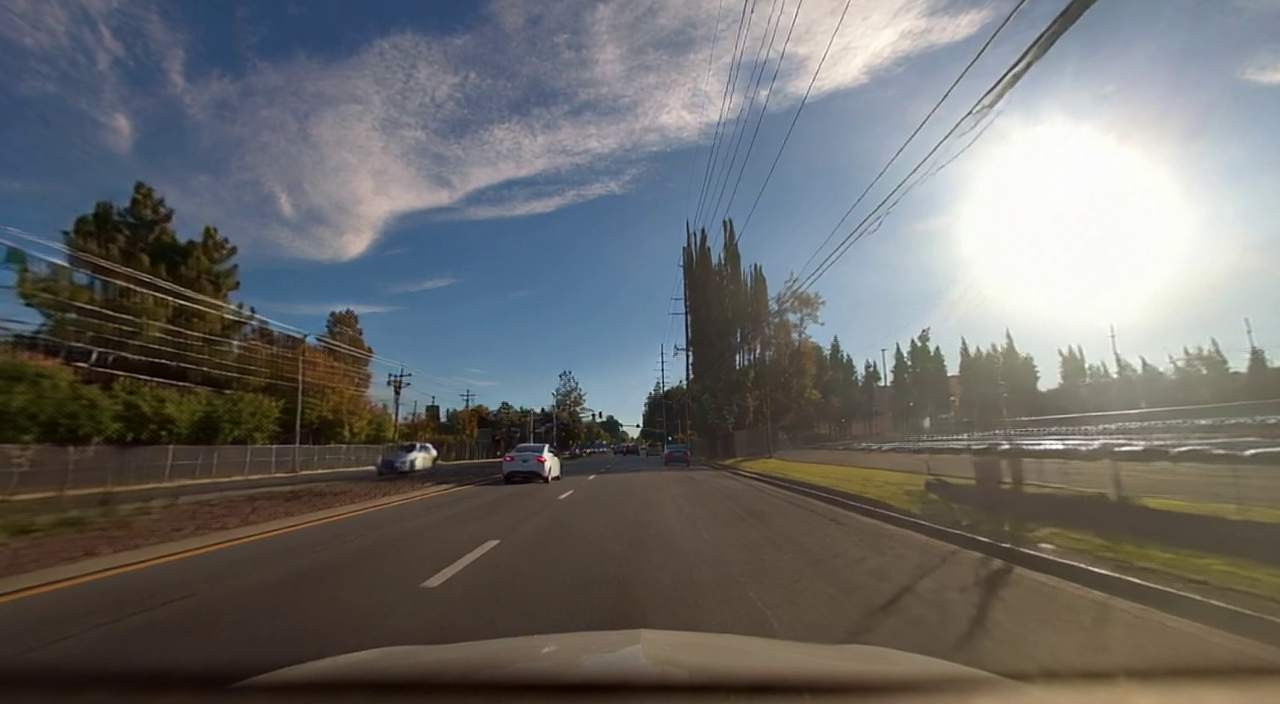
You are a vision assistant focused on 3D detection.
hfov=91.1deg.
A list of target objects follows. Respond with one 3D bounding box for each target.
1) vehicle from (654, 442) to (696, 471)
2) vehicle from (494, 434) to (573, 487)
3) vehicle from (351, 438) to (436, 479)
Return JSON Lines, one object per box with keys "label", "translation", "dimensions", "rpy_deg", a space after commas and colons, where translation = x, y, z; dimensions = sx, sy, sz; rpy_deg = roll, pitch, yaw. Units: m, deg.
{"label": "vehicle", "translation": [1.853, 5.737, 34.576], "dimensions": [2.059, 1.486, 3.980], "rpy_deg": [0, -8, 0]}
{"label": "vehicle", "translation": [-3.648, 3.813, 22.369], "dimensions": [1.950, 1.692, 4.397], "rpy_deg": [0, -8, 1]}
{"label": "vehicle", "translation": [-12.126, 5.249, 31.322], "dimensions": [2.090, 1.815, 5.244], "rpy_deg": [0, -8, 1]}
